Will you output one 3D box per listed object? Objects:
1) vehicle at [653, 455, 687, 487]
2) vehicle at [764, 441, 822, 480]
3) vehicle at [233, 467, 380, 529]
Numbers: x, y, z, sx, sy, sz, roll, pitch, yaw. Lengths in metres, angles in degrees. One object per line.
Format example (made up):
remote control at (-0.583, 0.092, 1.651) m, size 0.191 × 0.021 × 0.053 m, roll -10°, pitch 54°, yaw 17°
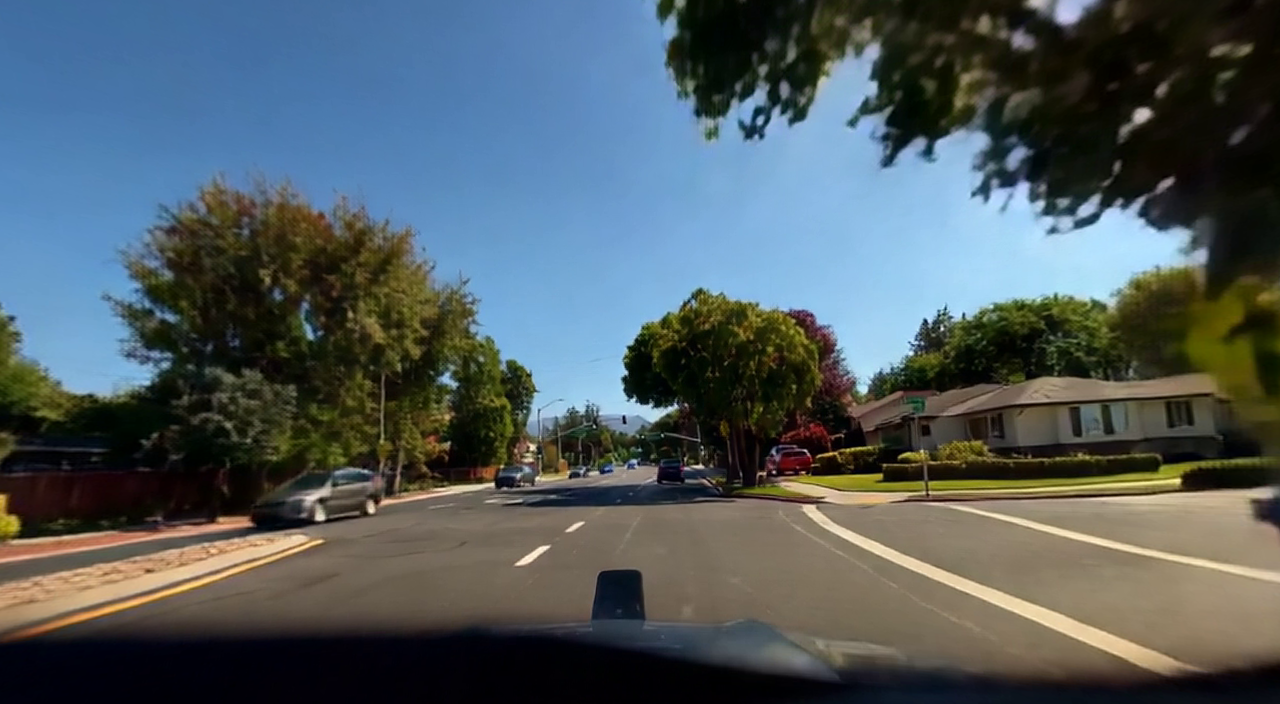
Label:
vehicle at (1.972, 7.621, 40.421) m, size 2.059 × 1.908 × 4.714 m, roll 0°, pitch -10°, yaw 4°
vehicle at (9.959, 7.184, 41.550) m, size 2.531 × 2.263 × 6.802 m, roll 0°, pitch -10°, yaw 4°
vehicle at (-10.760, 4.715, 20.810) m, size 2.014 × 1.734 × 4.482 m, roll 0°, pitch -10°, yaw 6°
